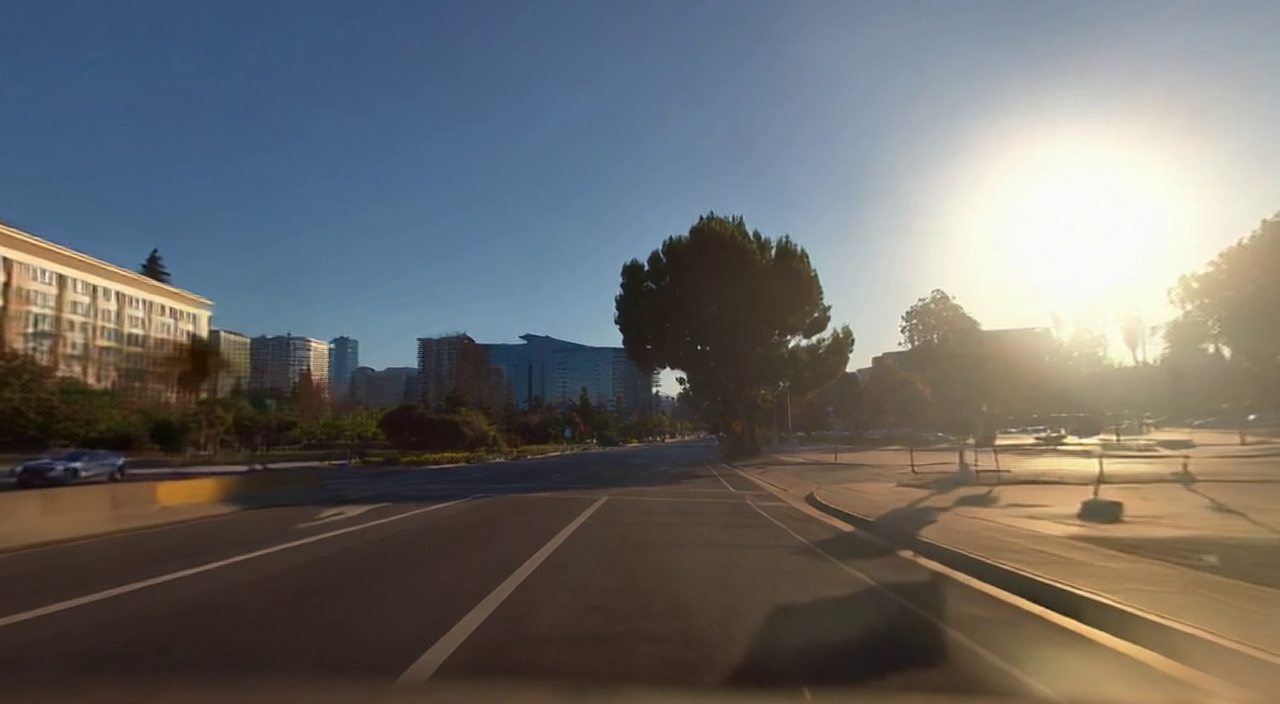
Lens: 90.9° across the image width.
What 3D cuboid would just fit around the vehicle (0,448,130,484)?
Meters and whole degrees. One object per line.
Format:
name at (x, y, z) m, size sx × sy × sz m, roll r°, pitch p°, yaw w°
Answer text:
vehicle at (-25.629, 4.964, 27.668) m, size 4.935 × 1.476 × 2.141 m, roll -1°, pitch -8°, yaw 8°
